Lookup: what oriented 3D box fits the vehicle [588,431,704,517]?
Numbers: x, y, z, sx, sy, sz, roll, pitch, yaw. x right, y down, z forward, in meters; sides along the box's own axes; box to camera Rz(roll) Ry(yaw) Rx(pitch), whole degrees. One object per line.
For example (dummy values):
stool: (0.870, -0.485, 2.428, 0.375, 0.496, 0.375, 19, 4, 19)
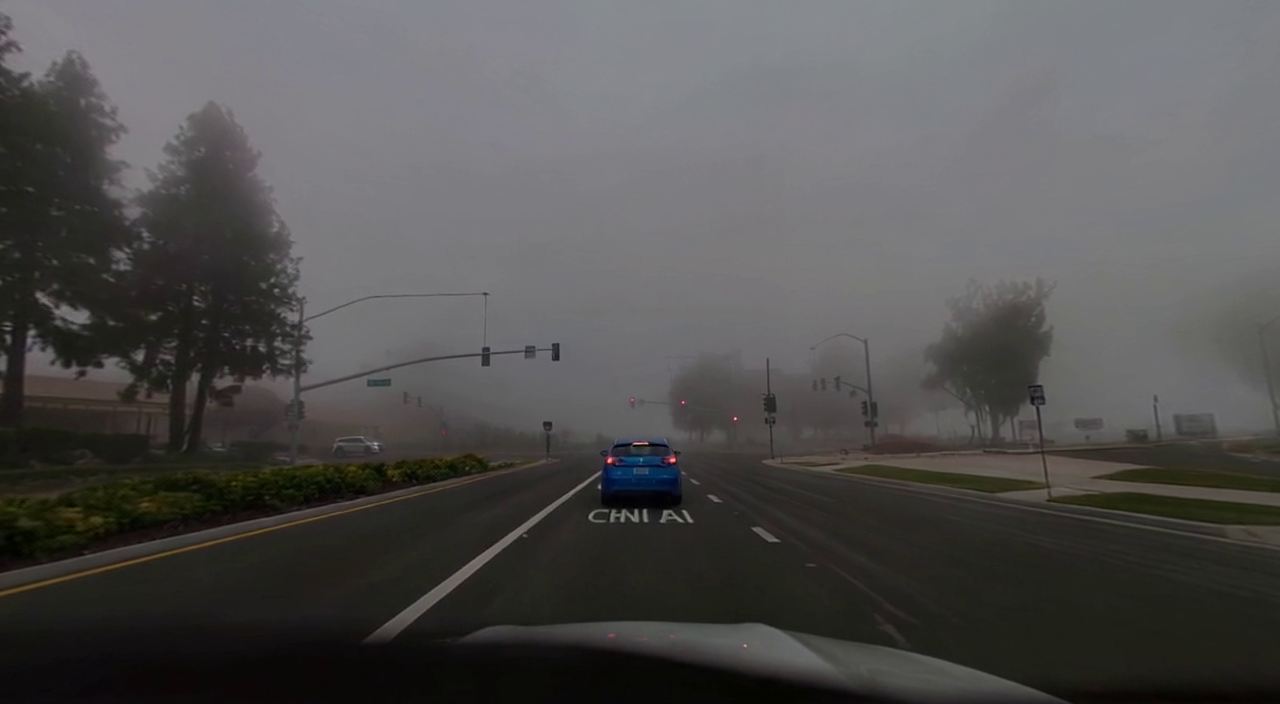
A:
vehicle: (0.068, 2.464, 13.304, 2.028, 1.478, 4.545, 0, -8, -1)
